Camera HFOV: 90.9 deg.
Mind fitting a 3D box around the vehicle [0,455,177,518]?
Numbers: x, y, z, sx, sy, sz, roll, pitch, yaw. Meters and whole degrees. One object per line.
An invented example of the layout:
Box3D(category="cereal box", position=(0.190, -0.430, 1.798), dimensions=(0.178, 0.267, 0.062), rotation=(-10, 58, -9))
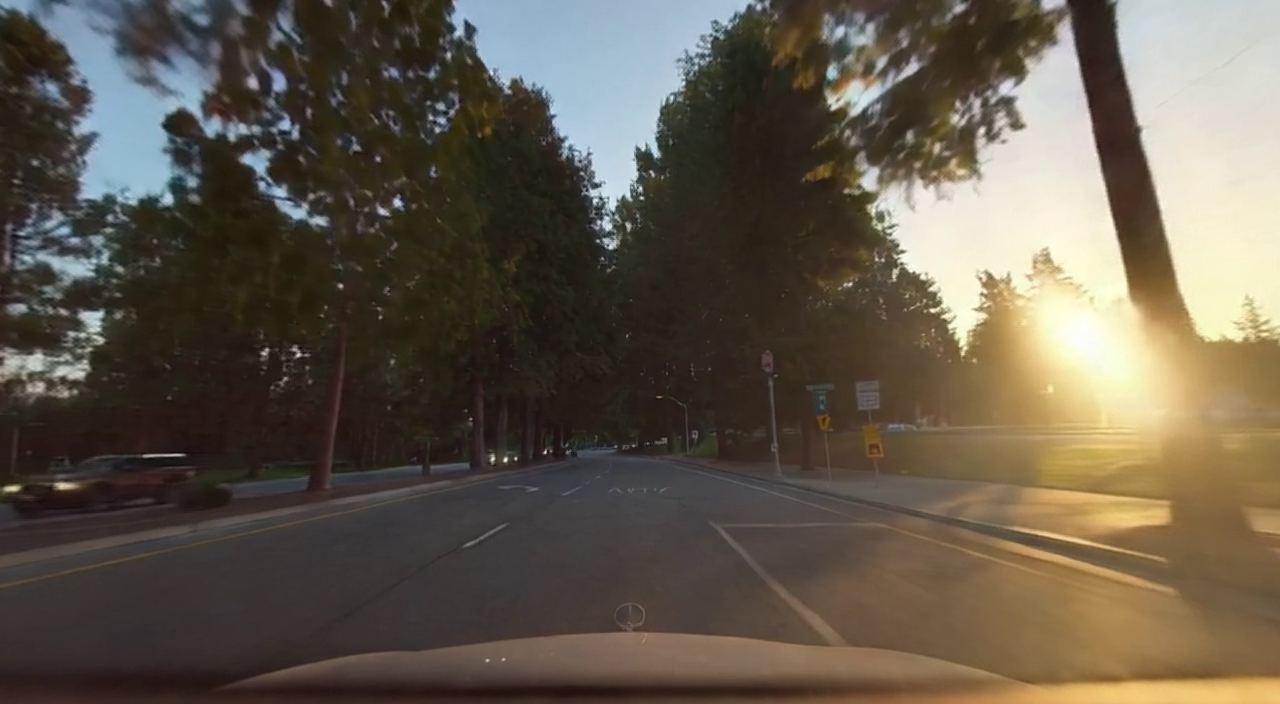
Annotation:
Box3D(category="vehicle", position=(-16.705, 3.855, 18.640), dimensions=(2.200, 1.496, 4.809), rotation=(-1, -8, 3))
